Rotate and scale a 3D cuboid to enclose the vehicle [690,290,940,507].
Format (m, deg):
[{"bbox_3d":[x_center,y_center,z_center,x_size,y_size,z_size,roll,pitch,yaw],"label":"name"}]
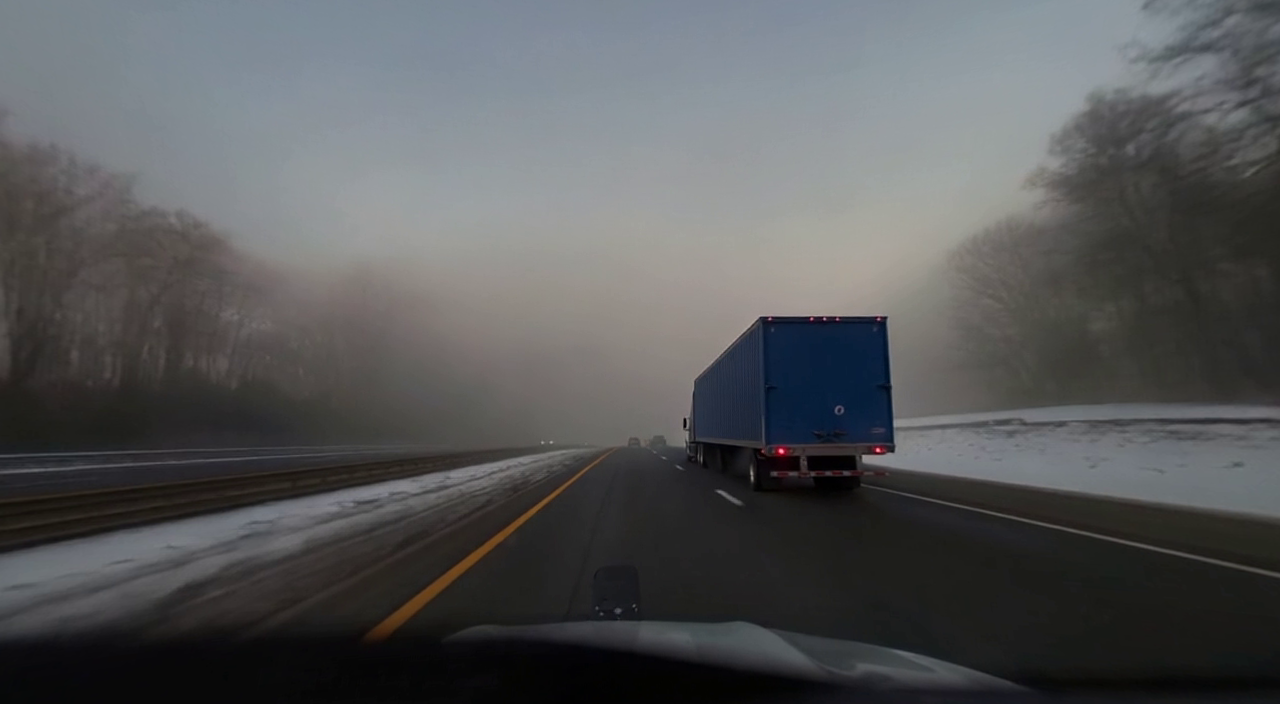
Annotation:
[{"bbox_3d":[4.067,2.025,20.863,3.203,4.273,17.131,0,-8,-1],"label":"vehicle"}]
